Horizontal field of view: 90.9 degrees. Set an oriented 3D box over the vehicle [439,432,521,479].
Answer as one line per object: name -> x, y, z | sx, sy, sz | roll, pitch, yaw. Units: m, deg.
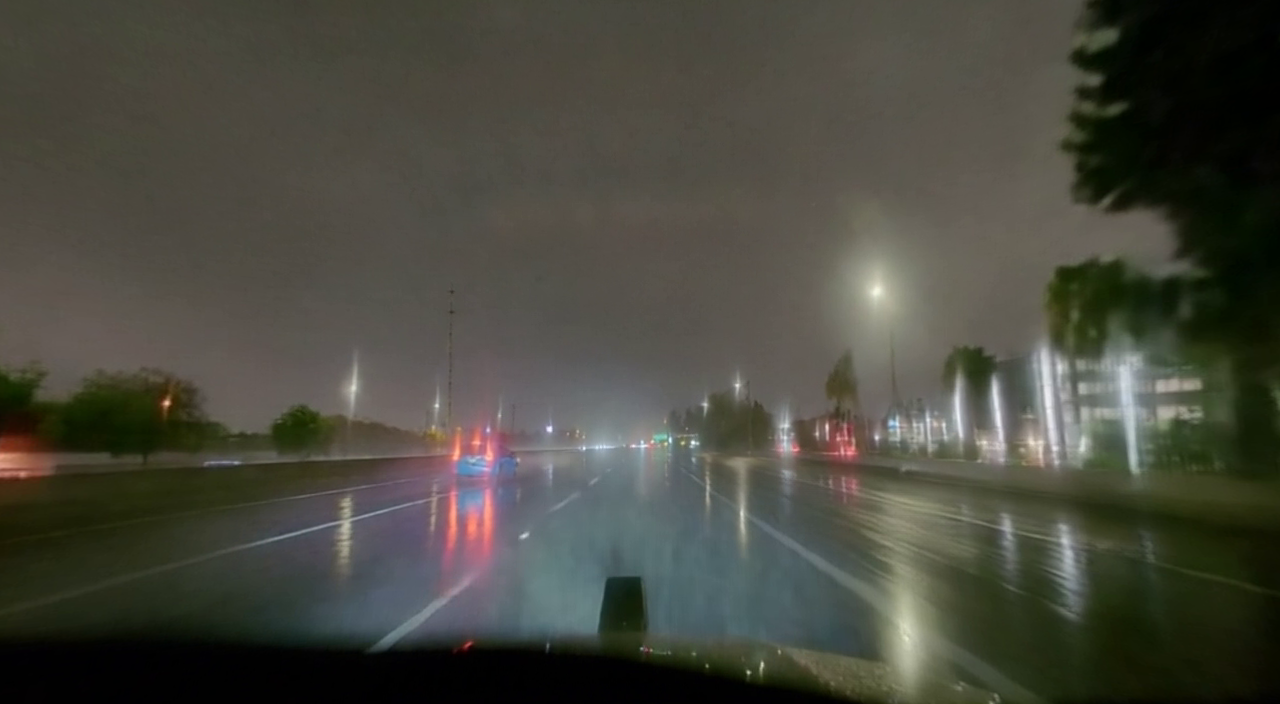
vehicle -> -6.671, 4.363, 26.879 | 2.145, 1.793, 4.762 | 0, -8, 1
